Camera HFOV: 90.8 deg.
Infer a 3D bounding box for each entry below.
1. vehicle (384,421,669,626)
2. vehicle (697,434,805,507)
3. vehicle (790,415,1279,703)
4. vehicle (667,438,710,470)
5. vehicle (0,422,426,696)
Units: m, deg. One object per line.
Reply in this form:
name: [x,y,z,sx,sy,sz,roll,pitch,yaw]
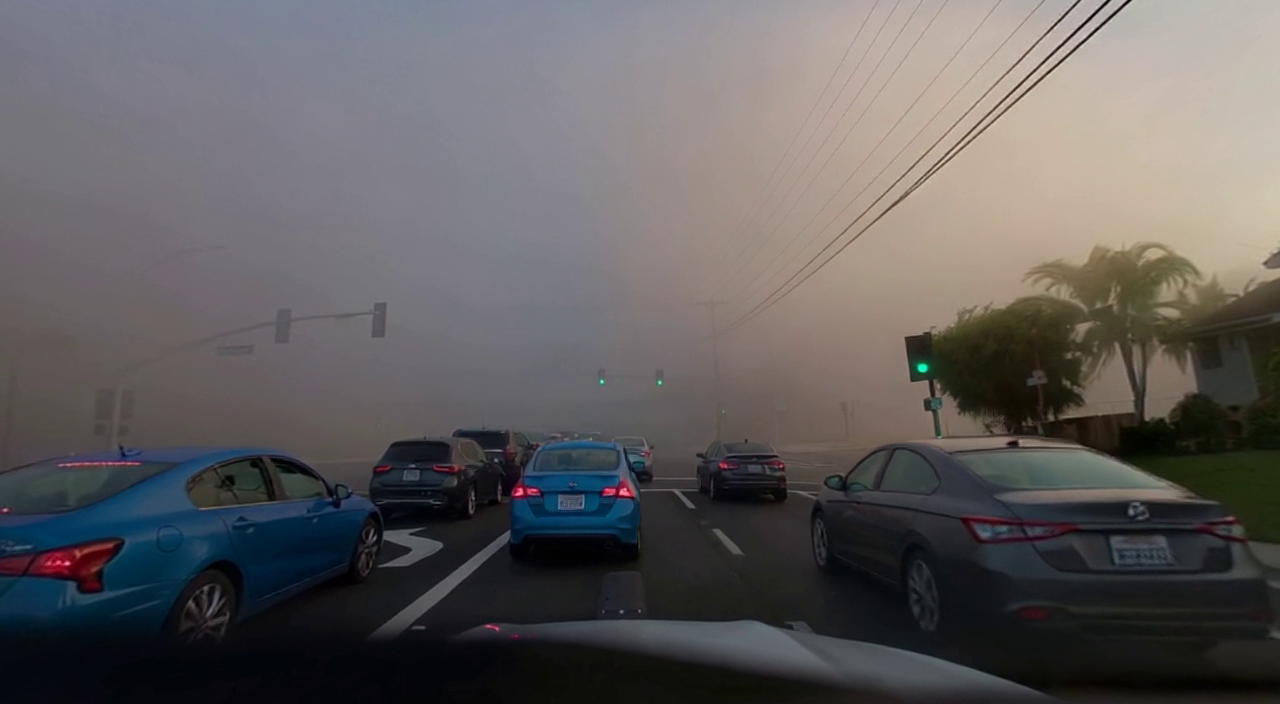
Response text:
vehicle: [-0.873,1.564,6.681,2.104,1.500,3.815,0,-9,-1]
vehicle: [2.680,2.965,16.316,1.956,1.615,4.205,0,-9,-1]
vehicle: [2.795,1.361,5.229,2.014,1.464,4.312,0,-8,0]
vehicle: [2.761,5.909,36.824,2.063,1.750,4.410,0,-9,-1]
vehicle: [-3.679,1.461,5.725,2.058,1.474,4.473,0,-9,-2]
